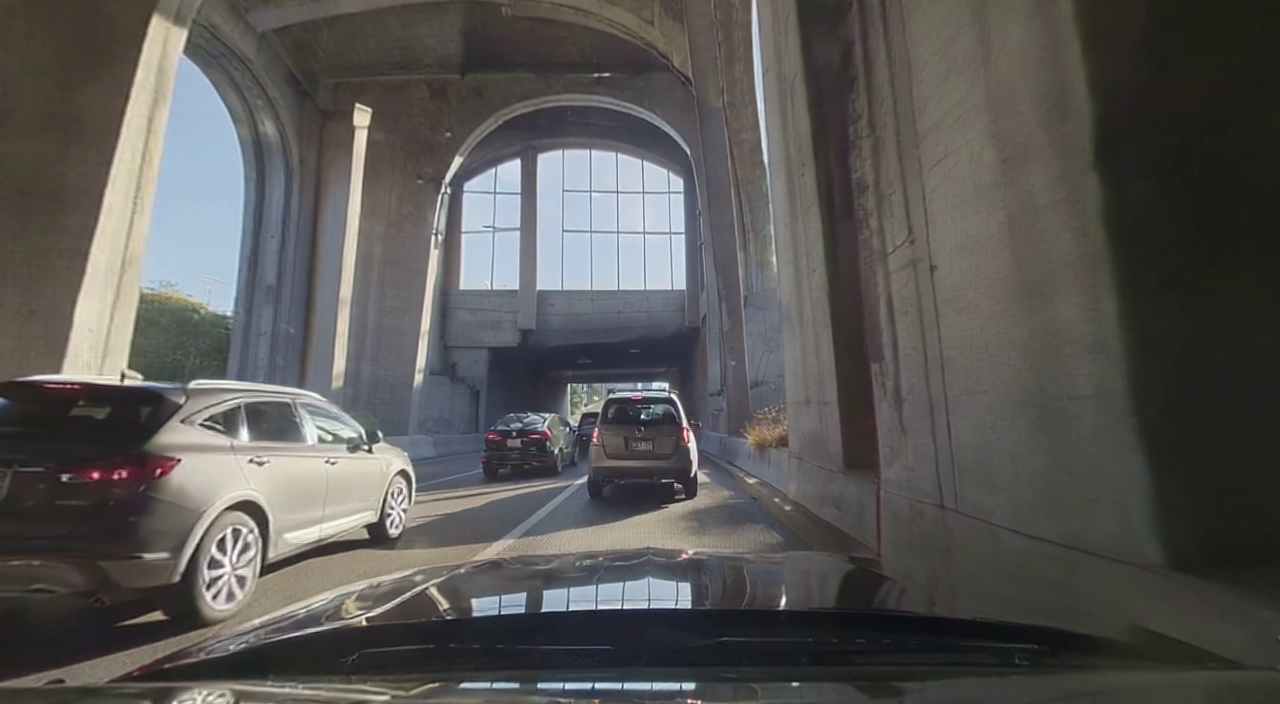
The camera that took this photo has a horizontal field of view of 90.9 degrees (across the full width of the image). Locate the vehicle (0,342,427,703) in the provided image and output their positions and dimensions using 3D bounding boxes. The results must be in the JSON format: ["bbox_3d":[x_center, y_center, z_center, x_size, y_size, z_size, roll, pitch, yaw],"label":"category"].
[{"bbox_3d":[-3.535,1.168,4.974,2.017,1.761,4.572,0,-8,1],"label":"vehicle"}]

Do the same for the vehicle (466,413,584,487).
[{"bbox_3d":[-3.323,3.029,19.644,2.329,1.948,5.800,-1,-8,3],"label":"vehicle"}]

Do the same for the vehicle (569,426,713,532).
[{"bbox_3d":[0.076,2.099,10.978,2.020,1.478,4.092,0,-8,2],"label":"vehicle"}]
